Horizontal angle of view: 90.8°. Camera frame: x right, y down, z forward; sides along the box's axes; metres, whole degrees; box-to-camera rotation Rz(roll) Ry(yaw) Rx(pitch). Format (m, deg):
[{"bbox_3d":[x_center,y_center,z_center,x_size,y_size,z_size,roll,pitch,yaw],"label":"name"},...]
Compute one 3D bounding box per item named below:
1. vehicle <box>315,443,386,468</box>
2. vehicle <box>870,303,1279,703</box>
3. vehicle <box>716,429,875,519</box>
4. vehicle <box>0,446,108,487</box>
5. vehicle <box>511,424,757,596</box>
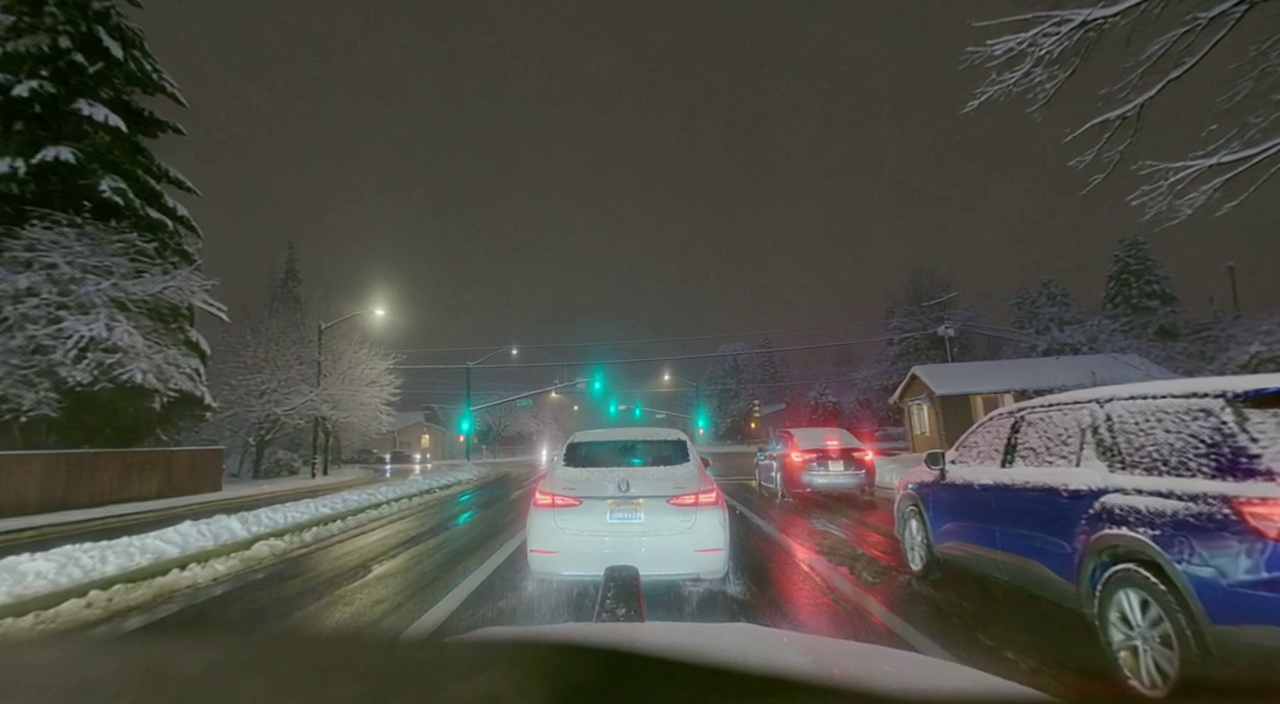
[{"bbox_3d":[-19.909,7.149,43.585,3.957,1.630,1.881,0,-8,0],"label":"vehicle"},{"bbox_3d":[3.364,0.973,4.140,2.006,1.766,4.345,0,-8,-1],"label":"vehicle"},{"bbox_3d":[2.951,2.432,13.146,1.971,1.517,4.521,0,-8,-2],"label":"vehicle"},{"bbox_3d":[-22.531,4.220,23.436,4.092,1.438,1.639,0,-8,1],"label":"vehicle"},{"bbox_3d":[-0.098,1.713,7.760,2.186,1.500,4.141,0,-8,-1],"label":"vehicle"}]
